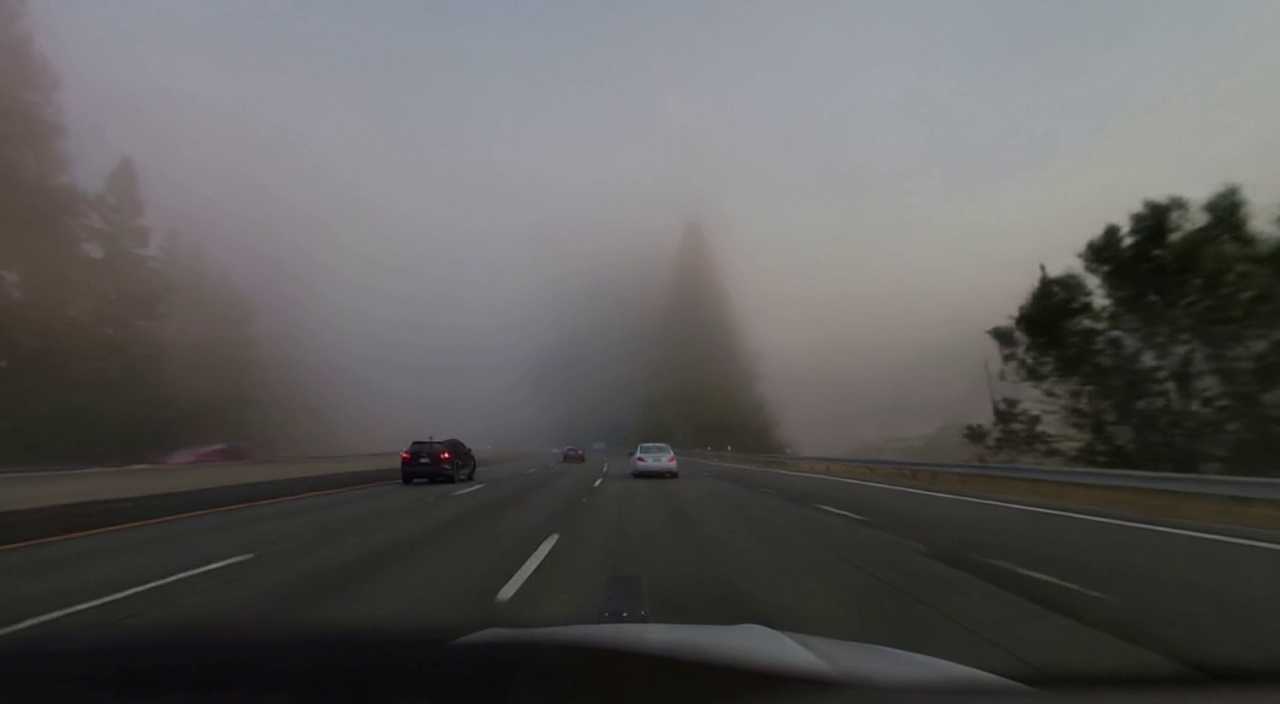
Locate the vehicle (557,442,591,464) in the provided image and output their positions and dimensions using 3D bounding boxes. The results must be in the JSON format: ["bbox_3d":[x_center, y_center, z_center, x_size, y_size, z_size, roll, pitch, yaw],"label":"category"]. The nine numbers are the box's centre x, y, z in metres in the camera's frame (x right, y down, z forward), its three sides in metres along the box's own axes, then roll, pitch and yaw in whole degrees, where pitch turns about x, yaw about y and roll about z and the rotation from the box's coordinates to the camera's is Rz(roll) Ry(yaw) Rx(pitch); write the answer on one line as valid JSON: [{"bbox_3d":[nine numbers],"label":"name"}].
[{"bbox_3d":[-4.741,7.357,46.085,2.246,1.519,4.980,0,-9,-3],"label":"vehicle"}]

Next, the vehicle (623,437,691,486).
[{"bbox_3d":[0.457,3.634,21.153,2.051,1.444,3.927,0,-9,-1],"label":"vehicle"}]

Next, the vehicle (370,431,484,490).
[{"bbox_3d":[-6.857,3.565,20.971,2.221,1.693,4.631,0,-9,-1],"label":"vehicle"}]
